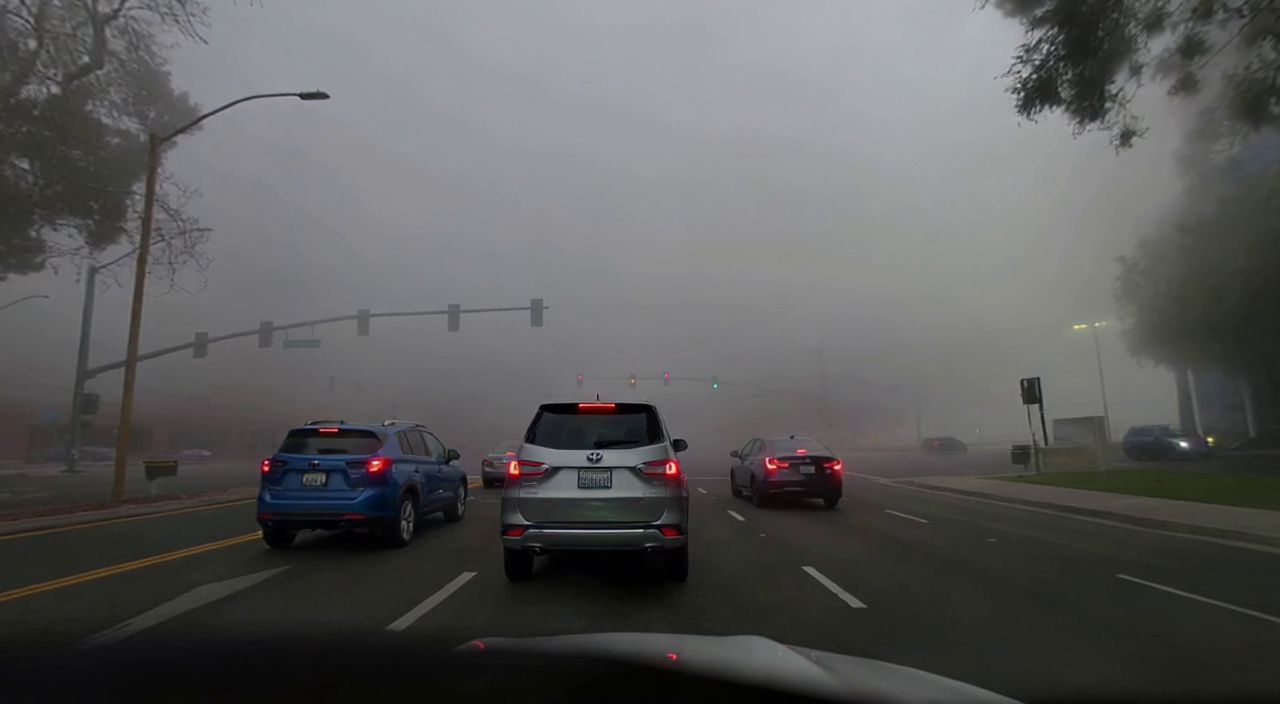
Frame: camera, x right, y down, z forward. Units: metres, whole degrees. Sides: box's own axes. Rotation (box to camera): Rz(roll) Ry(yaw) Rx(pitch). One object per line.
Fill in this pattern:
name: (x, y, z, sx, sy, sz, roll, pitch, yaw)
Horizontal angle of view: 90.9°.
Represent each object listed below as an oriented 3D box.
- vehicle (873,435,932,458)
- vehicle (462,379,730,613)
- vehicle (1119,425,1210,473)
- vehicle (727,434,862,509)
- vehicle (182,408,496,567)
vehicle: (19.990, 7.197, 47.938, 4.361, 1.653, 2.034, 6, -10, -35)
vehicle: (-0.342, 1.430, 7.114, 2.064, 1.817, 4.298, 0, -8, 0)
vehicle: (19.218, 3.534, 23.040, 4.215, 1.578, 1.892, 8, -12, -43)
vehicle: (3.417, 2.738, 14.887, 2.121, 1.494, 4.208, 0, -8, 0)
vehicle: (-3.722, 1.771, 9.022, 2.160, 1.666, 4.583, 0, -8, 1)
